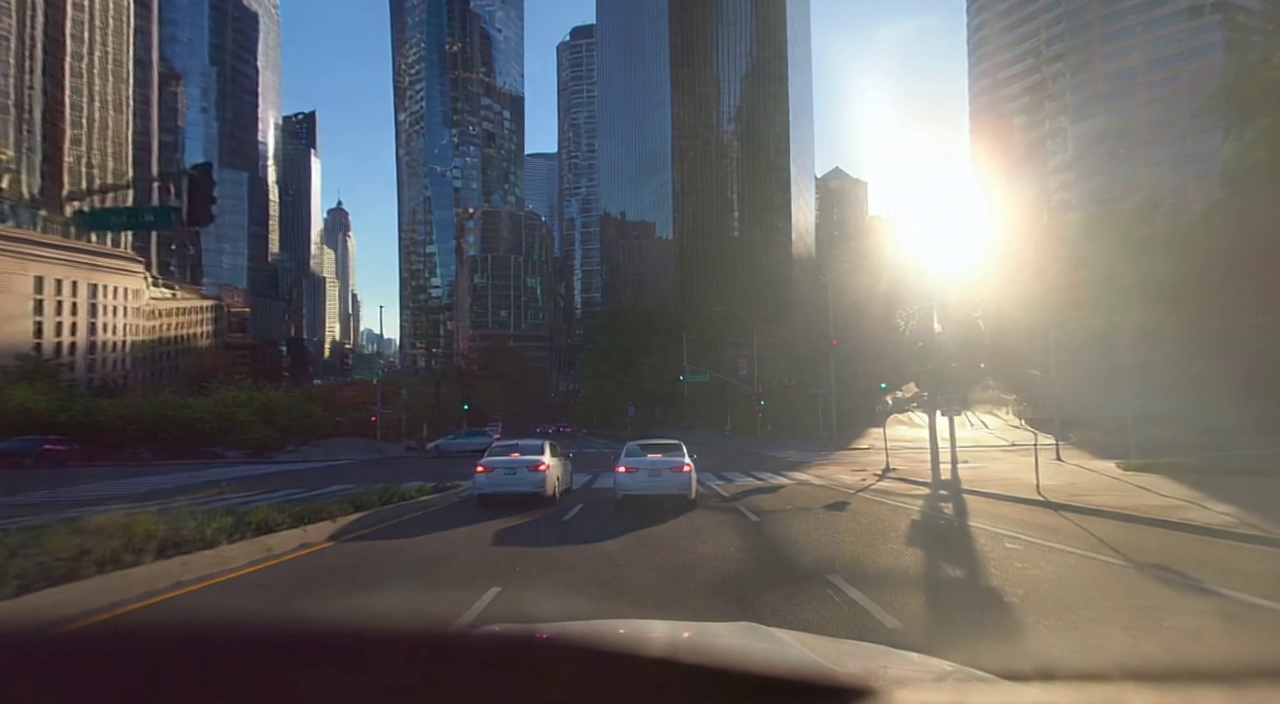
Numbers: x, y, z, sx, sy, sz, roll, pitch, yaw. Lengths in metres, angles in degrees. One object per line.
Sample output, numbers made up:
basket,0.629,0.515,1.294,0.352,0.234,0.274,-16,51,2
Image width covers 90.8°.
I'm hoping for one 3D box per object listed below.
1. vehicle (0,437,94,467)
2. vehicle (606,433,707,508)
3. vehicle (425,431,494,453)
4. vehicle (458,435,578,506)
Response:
vehicle,-34.749,5.738,36.249,4.694,1.677,1.847,2,-9,-14
vehicle,0.315,2.664,14.606,2.016,1.478,3.795,0,-8,0
vehicle,-12.692,6.394,44.706,4.533,1.520,1.887,2,-9,-11
vehicle,-2.816,2.859,15.716,1.995,1.479,4.627,0,-8,1
